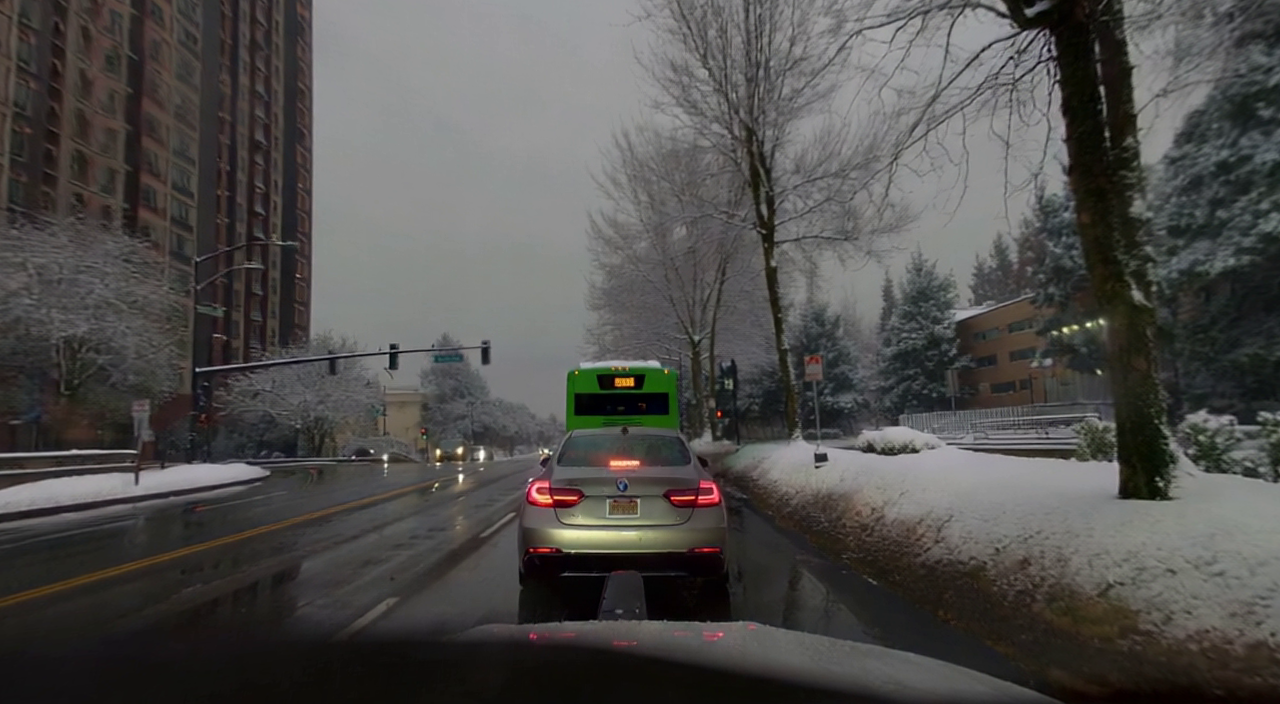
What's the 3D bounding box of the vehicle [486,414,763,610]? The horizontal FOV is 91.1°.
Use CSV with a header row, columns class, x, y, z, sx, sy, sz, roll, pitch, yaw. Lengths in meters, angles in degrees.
class,x,y,z,sx,sy,sz,roll,pitch,yaw
vehicle,-0.155,1.461,6.737,2.064,1.452,3.942,0,-8,-1
